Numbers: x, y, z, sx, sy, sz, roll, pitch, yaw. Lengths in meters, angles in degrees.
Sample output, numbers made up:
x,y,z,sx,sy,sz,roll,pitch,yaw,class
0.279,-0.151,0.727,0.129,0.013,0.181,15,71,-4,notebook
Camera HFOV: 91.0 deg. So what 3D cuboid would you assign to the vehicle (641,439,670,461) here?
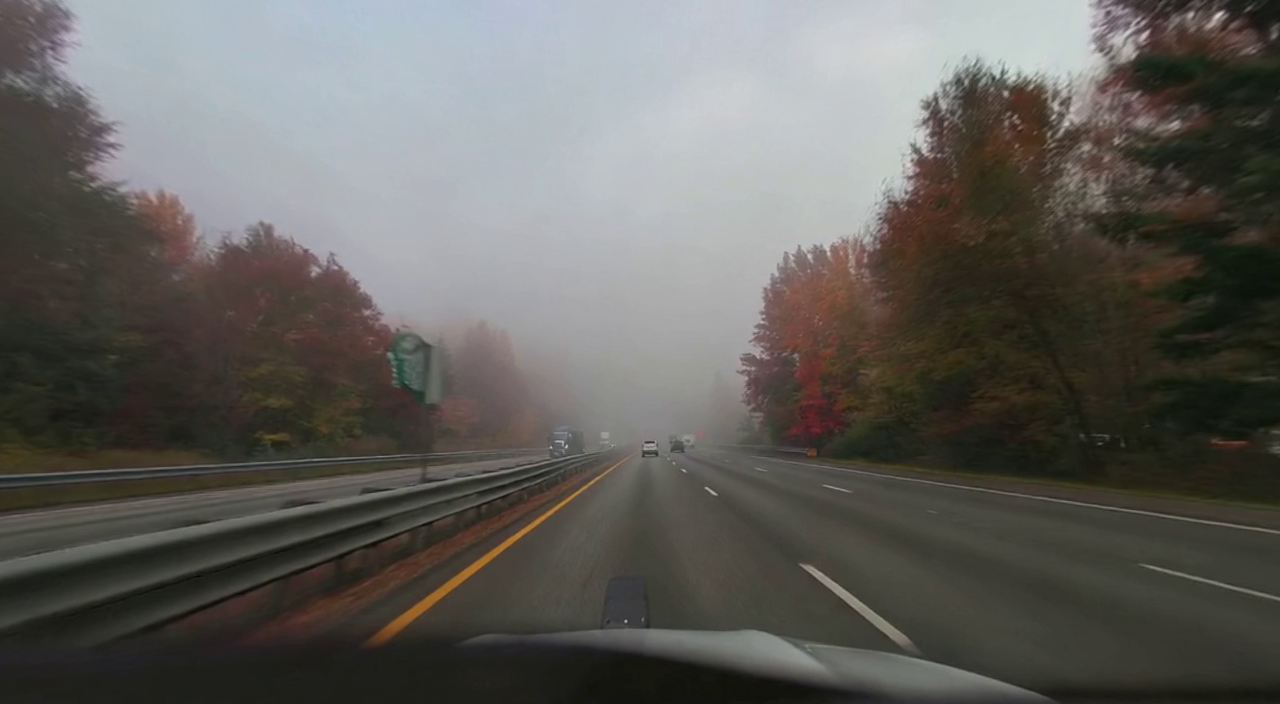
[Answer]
x,y,z,sx,sy,sz,roll,pitch,yaw,class
1.062,6.946,44.615,1.924,1.498,3.817,0,-8,0,vehicle
